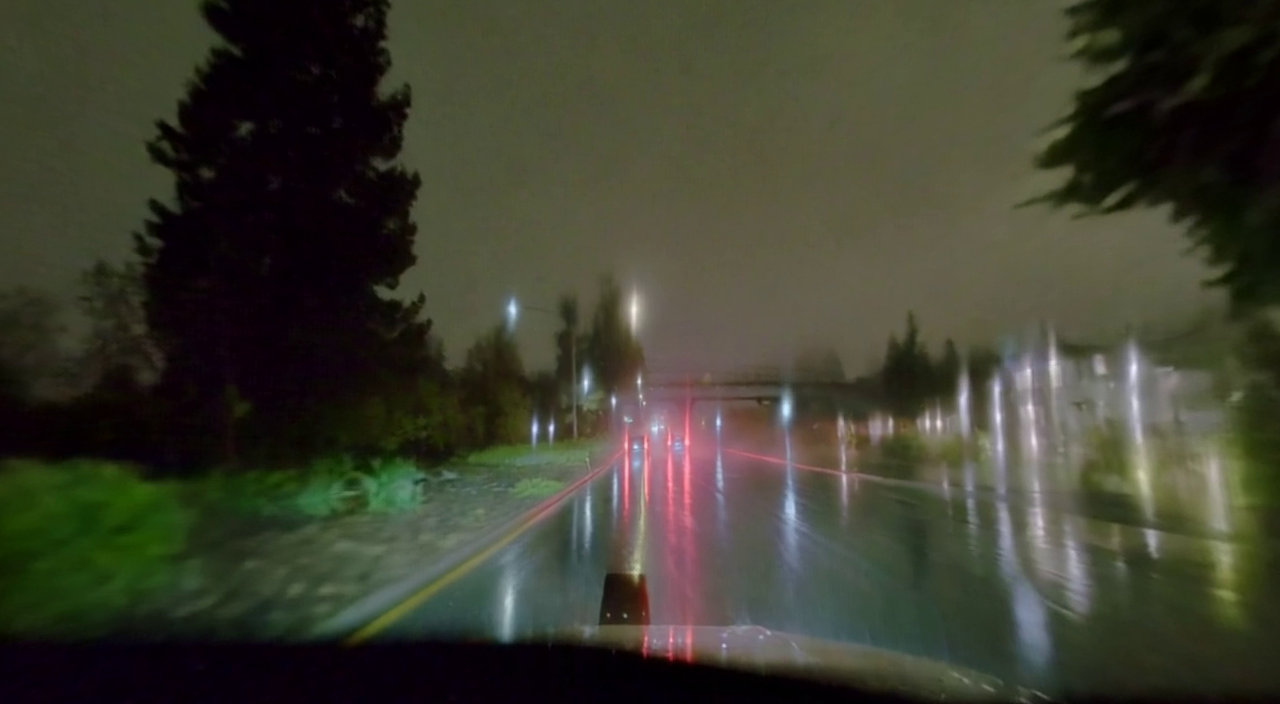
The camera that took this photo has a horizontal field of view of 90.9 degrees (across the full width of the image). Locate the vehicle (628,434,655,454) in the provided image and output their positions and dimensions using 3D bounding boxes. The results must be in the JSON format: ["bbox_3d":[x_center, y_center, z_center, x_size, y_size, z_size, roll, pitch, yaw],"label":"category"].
[{"bbox_3d":[0.117,7.228,49.509,2.039,1.462,4.203,0,-8,0],"label":"vehicle"}]
